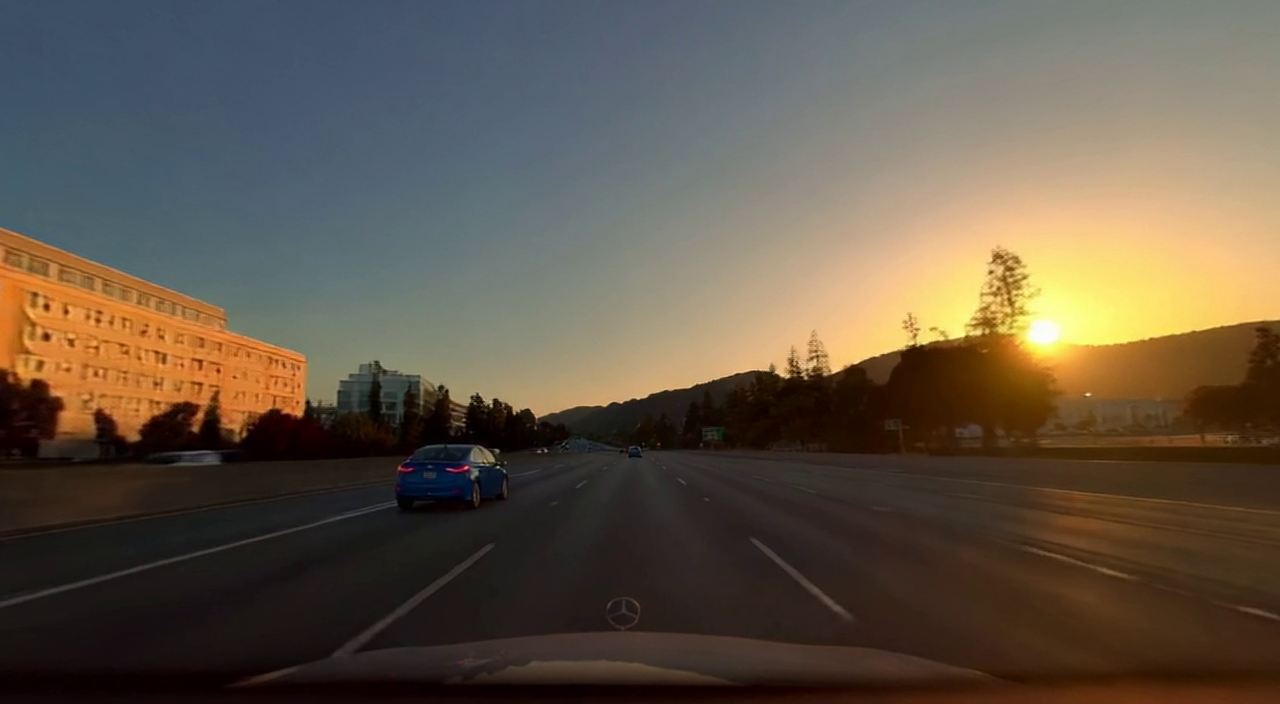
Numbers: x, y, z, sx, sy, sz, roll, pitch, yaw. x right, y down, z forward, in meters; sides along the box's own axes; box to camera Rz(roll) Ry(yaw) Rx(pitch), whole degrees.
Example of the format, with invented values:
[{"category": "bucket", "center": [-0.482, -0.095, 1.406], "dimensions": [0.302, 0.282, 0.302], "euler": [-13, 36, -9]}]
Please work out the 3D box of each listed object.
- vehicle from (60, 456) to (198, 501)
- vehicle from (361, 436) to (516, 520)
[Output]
[{"category": "vehicle", "center": [-21.230, 5.225, 26.552], "dimensions": [1.858, 1.615, 4.735], "euler": [-1, -9, 0]}, {"category": "vehicle", "center": [-4.101, 2.636, 13.757], "dimensions": [1.900, 1.492, 4.495], "euler": [-1, -9, 0]}]
